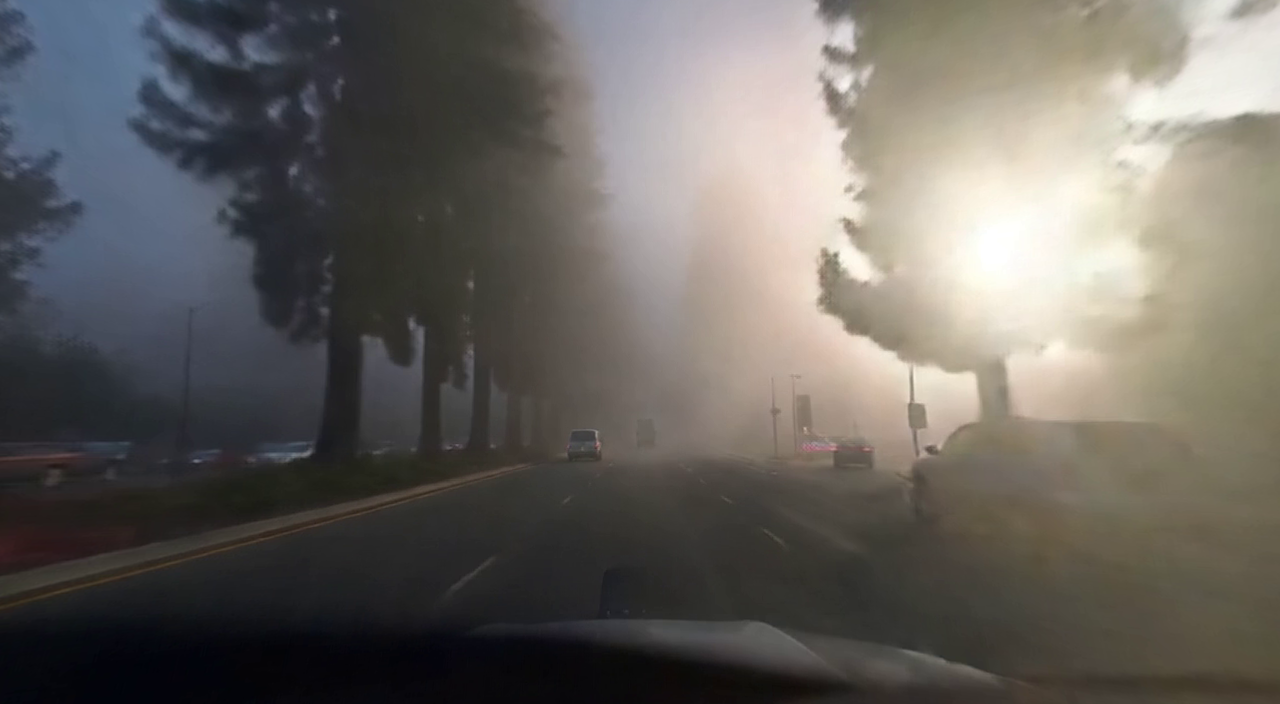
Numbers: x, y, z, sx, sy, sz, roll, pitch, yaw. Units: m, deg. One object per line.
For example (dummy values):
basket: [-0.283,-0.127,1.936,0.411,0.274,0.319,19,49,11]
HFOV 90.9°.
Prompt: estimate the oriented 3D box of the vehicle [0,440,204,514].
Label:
vehicle: [-13.167,2.881,15.105,2.053,1.496,4.569,-1,-8,2]

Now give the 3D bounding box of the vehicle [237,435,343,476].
vehicle: [-16.410,4.888,29.896,2.163,1.761,4.848,0,-9,1]

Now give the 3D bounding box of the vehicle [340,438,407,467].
vehicle: [-16.352,6.174,38.931,2.042,1.654,4.603,0,-8,1]

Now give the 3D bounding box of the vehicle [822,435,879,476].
vehicle: [9.847,4.829,29.720,2.280,1.757,4.572,-3,-9,16]

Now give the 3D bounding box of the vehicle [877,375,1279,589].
vehicle: [5.539,1.674,9.034,2.381,2.008,5.971,-1,-9,5]

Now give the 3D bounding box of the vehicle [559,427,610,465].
vehicle: [-3.045,5.304,35.584,2.255,1.940,4.822,-1,-8,2]
